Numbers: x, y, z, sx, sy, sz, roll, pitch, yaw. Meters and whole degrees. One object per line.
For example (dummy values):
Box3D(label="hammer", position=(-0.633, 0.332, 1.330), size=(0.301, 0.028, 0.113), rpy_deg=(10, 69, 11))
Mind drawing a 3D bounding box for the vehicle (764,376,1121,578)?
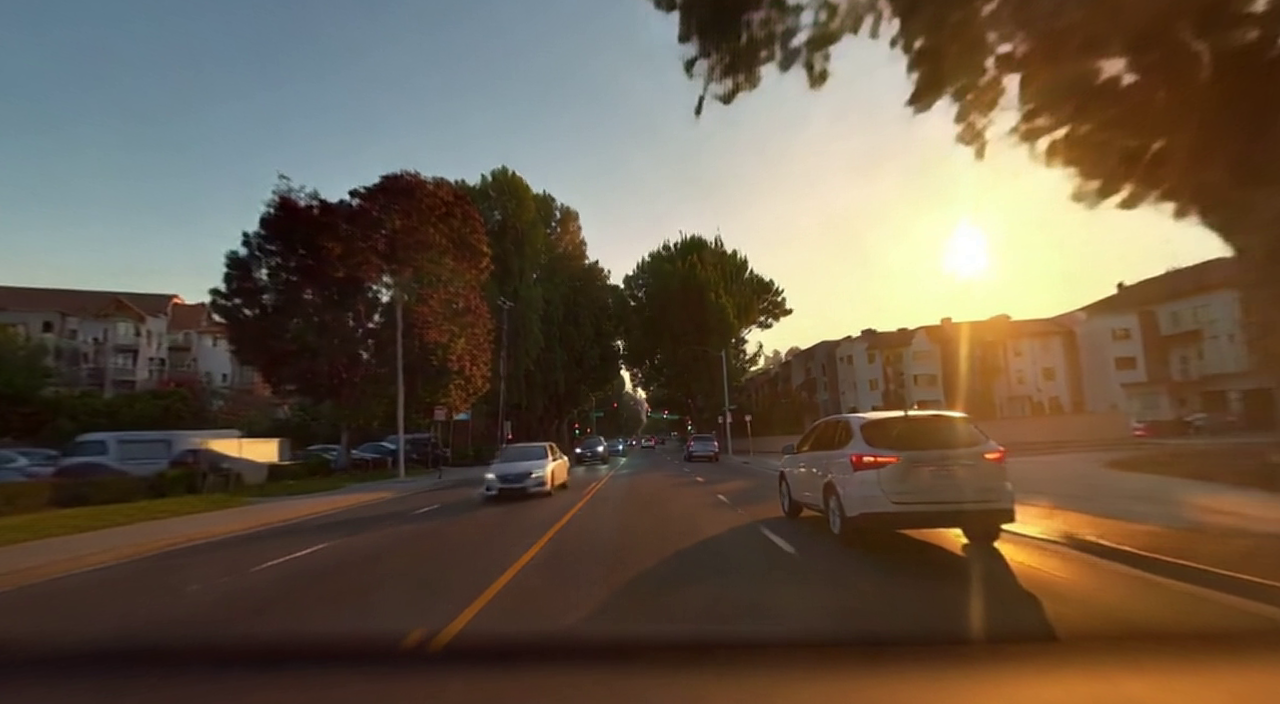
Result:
Box3D(label="vehicle", position=(3.324, 1.513, 8.507), size=(2.251, 1.861, 5.144), rpy_deg=(0, -8, 0))

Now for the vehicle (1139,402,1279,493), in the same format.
Box3D(label="vehicle", position=(12.404, 1.781, 11.906), size=(4.022, 1.550, 2.199), rpy_deg=(-1, -8, 2))

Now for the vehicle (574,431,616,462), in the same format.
Box3D(label="vehicle", position=(-2.931, 6.378, 42.700), size=(2.304, 1.886, 6.516), rpy_deg=(-1, -8, 1))

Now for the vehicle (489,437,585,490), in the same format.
Box3D(label="vehicle", position=(-3.079, 3.429, 19.868), size=(2.133, 1.439, 4.280), rpy_deg=(-1, -8, 2))

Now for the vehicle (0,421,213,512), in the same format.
Box3D(label="vehicle", position=(-14.874, 2.990, 17.024), size=(5.135, 2.059, 2.468), rpy_deg=(4, -10, -43))

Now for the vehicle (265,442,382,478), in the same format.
Box3D(label="vehicle", position=(-14.355, 4.867, 28.727), size=(4.318, 1.483, 1.994), rpy_deg=(7, -10, -41))

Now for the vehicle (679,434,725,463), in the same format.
Box3D(label="vehicle", position=(3.464, 5.485, 36.076), size=(2.072, 1.471, 4.834), rpy_deg=(0, -8, -1))
